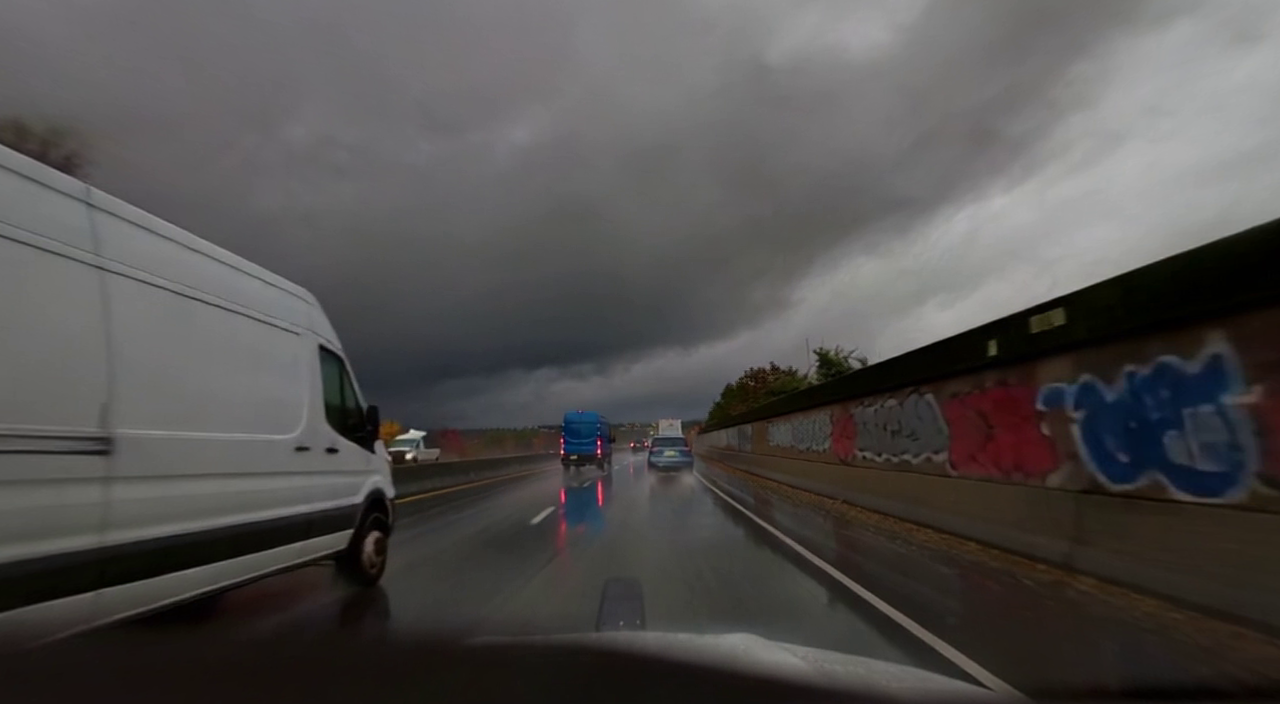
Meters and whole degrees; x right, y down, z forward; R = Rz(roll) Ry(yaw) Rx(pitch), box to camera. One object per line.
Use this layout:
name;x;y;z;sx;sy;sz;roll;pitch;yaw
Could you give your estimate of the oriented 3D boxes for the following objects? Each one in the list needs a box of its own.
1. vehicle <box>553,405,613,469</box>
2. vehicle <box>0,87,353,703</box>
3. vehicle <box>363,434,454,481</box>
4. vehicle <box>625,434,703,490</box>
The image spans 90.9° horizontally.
vehicle;-2.612;4.101;30.217;2.334;2.769;5.087;0;-8;0
vehicle;-3.401;0.301;2.226;2.185;2.503;5.477;0;-8;-1
vehicle;-13.712;6.283;38.047;2.517;2.513;7.177;0;-8;2
vehicle;0.670;3.229;18.882;2.071;1.487;3.948;0;-8;1
